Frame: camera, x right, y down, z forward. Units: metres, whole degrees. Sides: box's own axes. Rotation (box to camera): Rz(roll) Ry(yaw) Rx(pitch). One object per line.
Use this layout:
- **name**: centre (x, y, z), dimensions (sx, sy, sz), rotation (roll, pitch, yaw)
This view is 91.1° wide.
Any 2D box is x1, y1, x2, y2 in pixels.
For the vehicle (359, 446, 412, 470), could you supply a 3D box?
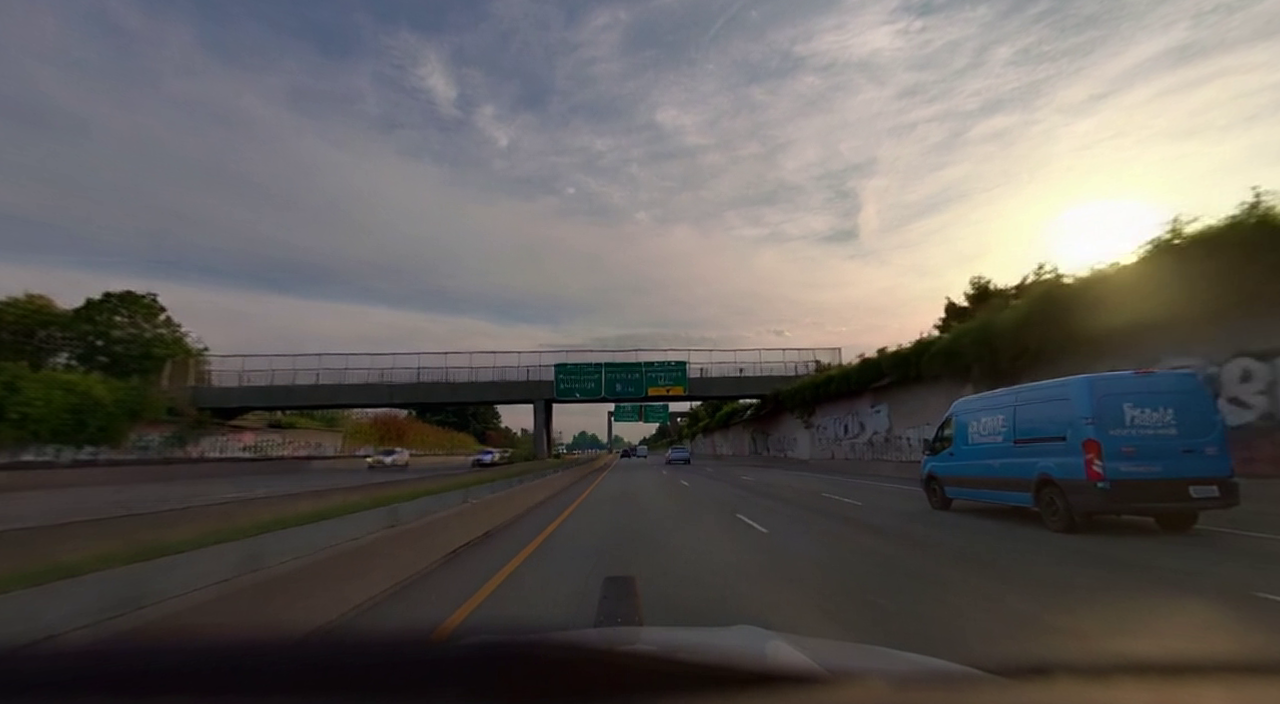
- **vehicle**: centre (-16.433, 6.863, 40.814), dimensions (1.815, 1.465, 4.003), rotation (0, -9, -1)

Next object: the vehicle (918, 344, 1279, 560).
- **vehicle**: centre (7.235, 1.626, 10.602), dimensions (2.283, 2.631, 5.719), rotation (0, -9, -1)

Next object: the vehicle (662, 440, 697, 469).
- **vehicle**: centre (2.830, 7.508, 46.226), dimensions (2.007, 1.943, 5.010), rotation (0, -9, -2)

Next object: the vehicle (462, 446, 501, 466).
- **vehicle**: centre (-12.555, 8.248, 49.987), dimensions (2.003, 1.496, 4.559), rotation (0, -9, -1)
